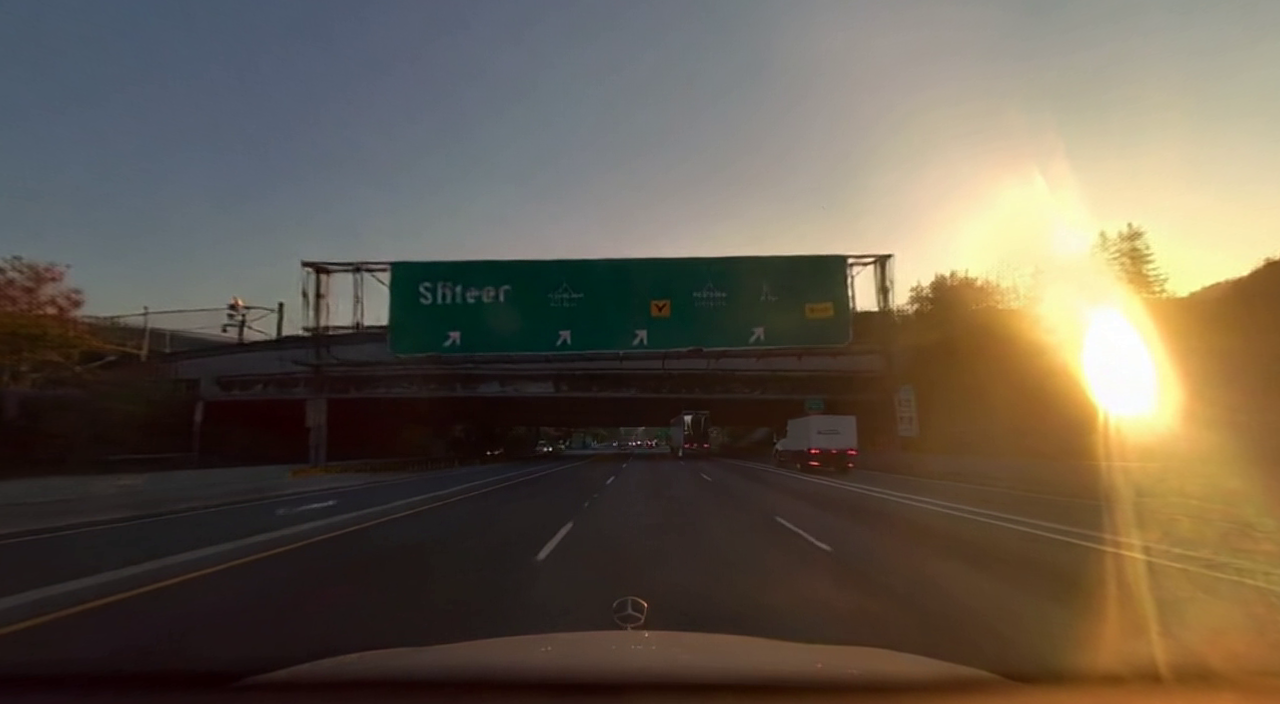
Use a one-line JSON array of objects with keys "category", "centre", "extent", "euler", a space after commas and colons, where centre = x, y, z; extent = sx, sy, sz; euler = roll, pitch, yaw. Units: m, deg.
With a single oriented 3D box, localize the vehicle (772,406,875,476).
[{"category": "vehicle", "centre": [7.973, 4.002, 28.400], "extent": [2.474, 2.730, 7.349], "euler": [0, -8, 0]}]
